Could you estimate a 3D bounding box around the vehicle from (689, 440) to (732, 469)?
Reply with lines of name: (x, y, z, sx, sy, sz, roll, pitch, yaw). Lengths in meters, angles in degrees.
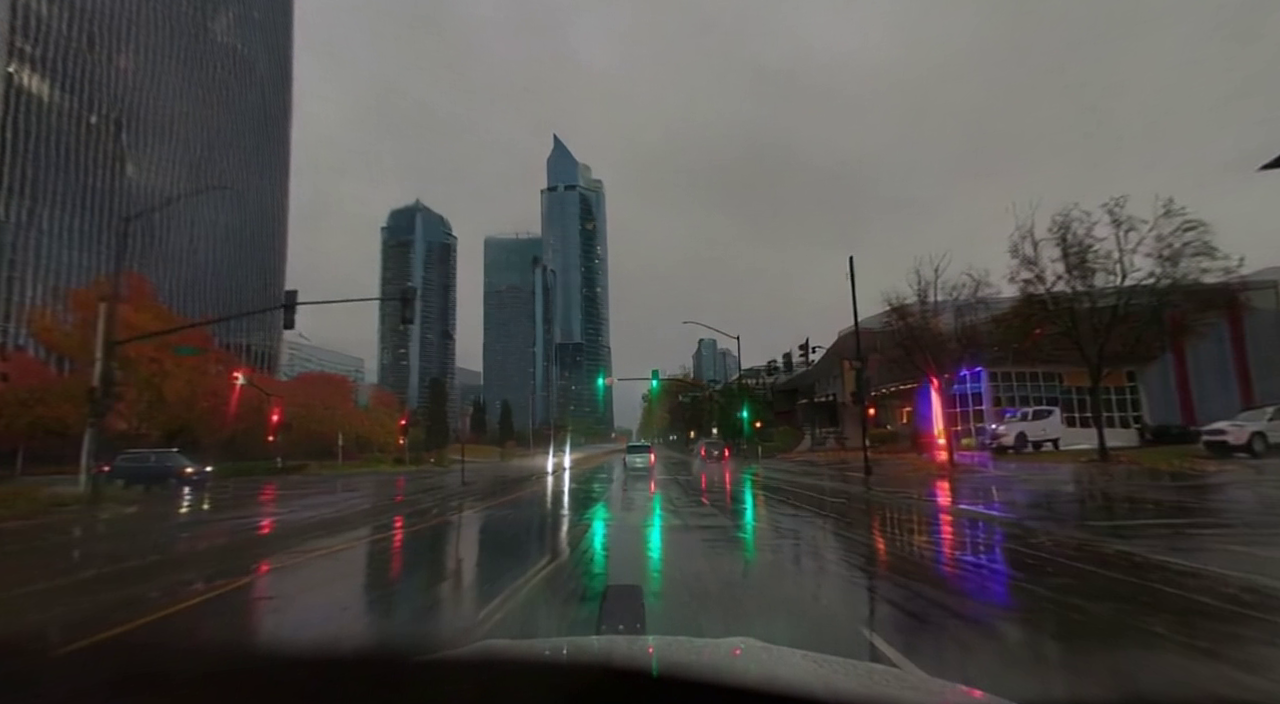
vehicle: (4.552, 6.735, 41.447, 2.174, 1.749, 4.739, 0, -9, -2)

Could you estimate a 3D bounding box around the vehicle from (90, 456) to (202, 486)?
vehicle: (-26.851, 6.453, 34.308, 4.500, 1.555, 1.913, 0, -9, 3)

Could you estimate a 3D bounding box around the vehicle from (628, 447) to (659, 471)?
vehicle: (0.241, 7.269, 42.960, 2.014, 1.525, 4.197, 0, -9, 0)

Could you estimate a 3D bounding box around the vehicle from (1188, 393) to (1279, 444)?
vehicle: (23.340, 2.505, 23.284, 1.887, 1.635, 4.695, 1, -9, 0)

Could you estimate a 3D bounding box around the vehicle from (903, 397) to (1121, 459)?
vehicle: (22.184, 4.640, 38.211, 10.893, 3.534, 3.195, 0, -9, 4)
